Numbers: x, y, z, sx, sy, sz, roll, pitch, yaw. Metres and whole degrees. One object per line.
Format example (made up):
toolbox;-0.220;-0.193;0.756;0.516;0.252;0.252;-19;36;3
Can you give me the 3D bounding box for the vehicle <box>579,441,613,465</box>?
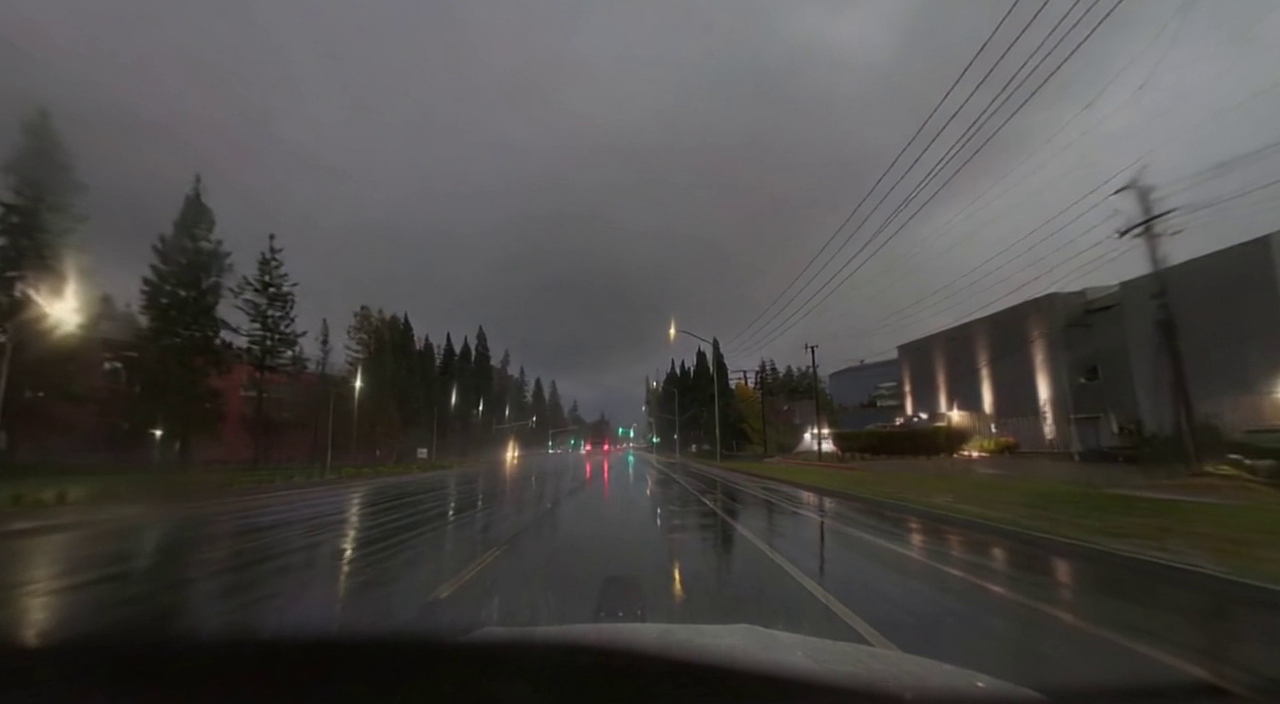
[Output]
vehicle;-3.120;7.267;45.515;2.121;1.654;3.993;0;-8;0
